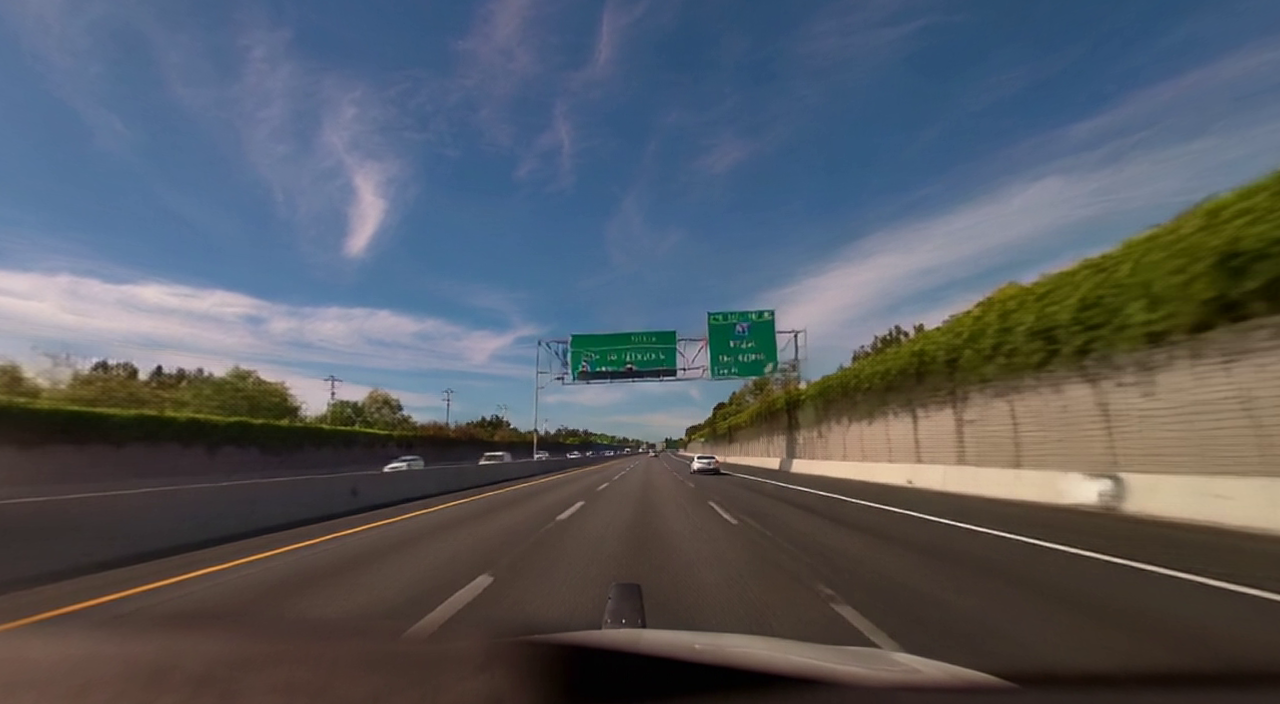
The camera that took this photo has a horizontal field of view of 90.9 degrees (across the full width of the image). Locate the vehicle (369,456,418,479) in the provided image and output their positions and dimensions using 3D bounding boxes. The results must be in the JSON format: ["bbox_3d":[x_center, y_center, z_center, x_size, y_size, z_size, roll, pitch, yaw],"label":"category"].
[{"bbox_3d":[-17.517,8.239,45.025,1.796,1.503,4.167,0,-9,1],"label":"vehicle"}]

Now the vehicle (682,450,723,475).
[{"bbox_3d":[3.681,6.596,37.859,2.065,1.400,4.028,0,-9,0],"label":"vehicle"}]
